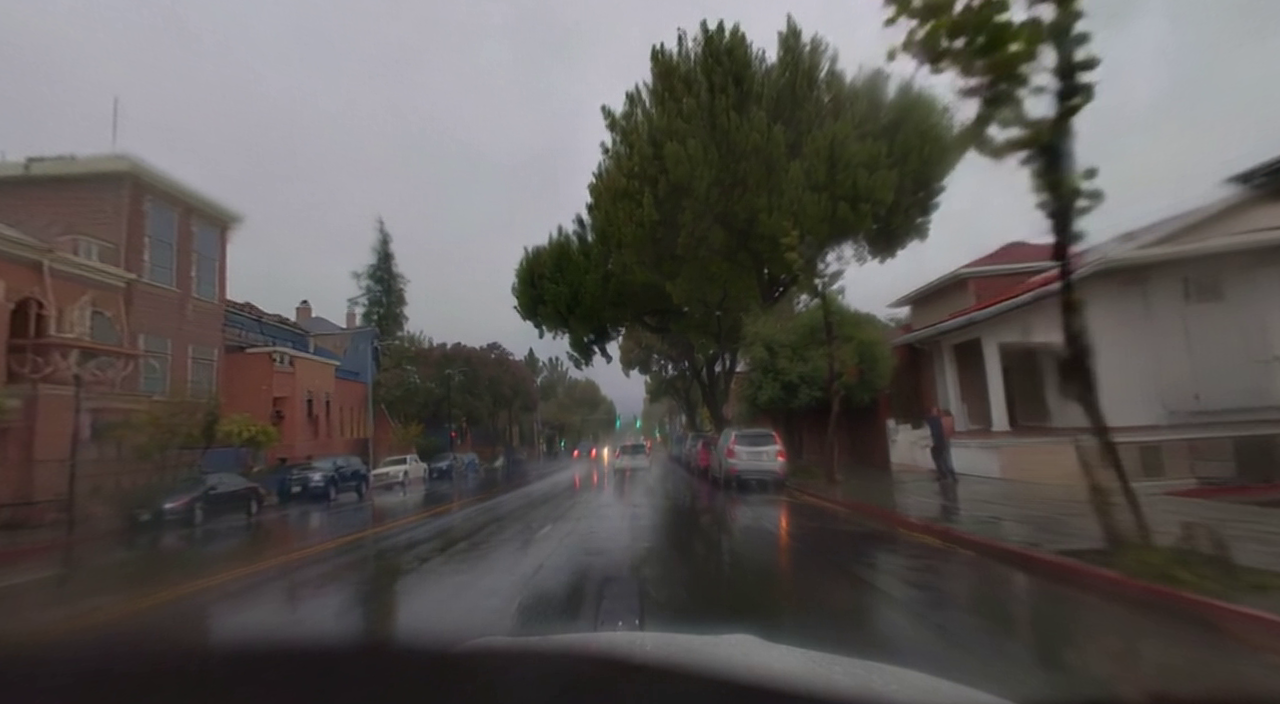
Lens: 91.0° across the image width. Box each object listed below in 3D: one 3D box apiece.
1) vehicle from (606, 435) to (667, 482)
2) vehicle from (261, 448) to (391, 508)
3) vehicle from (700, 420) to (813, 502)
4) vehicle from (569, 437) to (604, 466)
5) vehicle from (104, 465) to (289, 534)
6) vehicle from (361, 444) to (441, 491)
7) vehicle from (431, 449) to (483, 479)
[{"bbox_3d":[-0.125,3.797,22.771,1.998,1.518,4.015,0,-8,0],"label":"vehicle"},{"bbox_3d":[-12.109,4.847,24.922,2.109,1.941,6.025,0,-8,-1],"label":"vehicle"},{"bbox_3d":[2.708,2.646,15.754,1.969,1.725,4.387,0,-8,0],"label":"vehicle"},{"bbox_3d":[-3.565,6.714,42.679,1.983,1.841,4.013,0,-8,0],"label":"vehicle"},{"bbox_3d":[-11.953,3.958,17.424,1.913,1.475,4.372,-1,-8,1],"label":"vehicle"},{"bbox_3d":[-12.233,5.897,32.606,2.210,2.148,4.849,0,-8,0],"label":"vehicle"},{"bbox_3d":[-12.174,7.500,42.309,2.026,1.791,4.909,0,-8,0],"label":"vehicle"}]
